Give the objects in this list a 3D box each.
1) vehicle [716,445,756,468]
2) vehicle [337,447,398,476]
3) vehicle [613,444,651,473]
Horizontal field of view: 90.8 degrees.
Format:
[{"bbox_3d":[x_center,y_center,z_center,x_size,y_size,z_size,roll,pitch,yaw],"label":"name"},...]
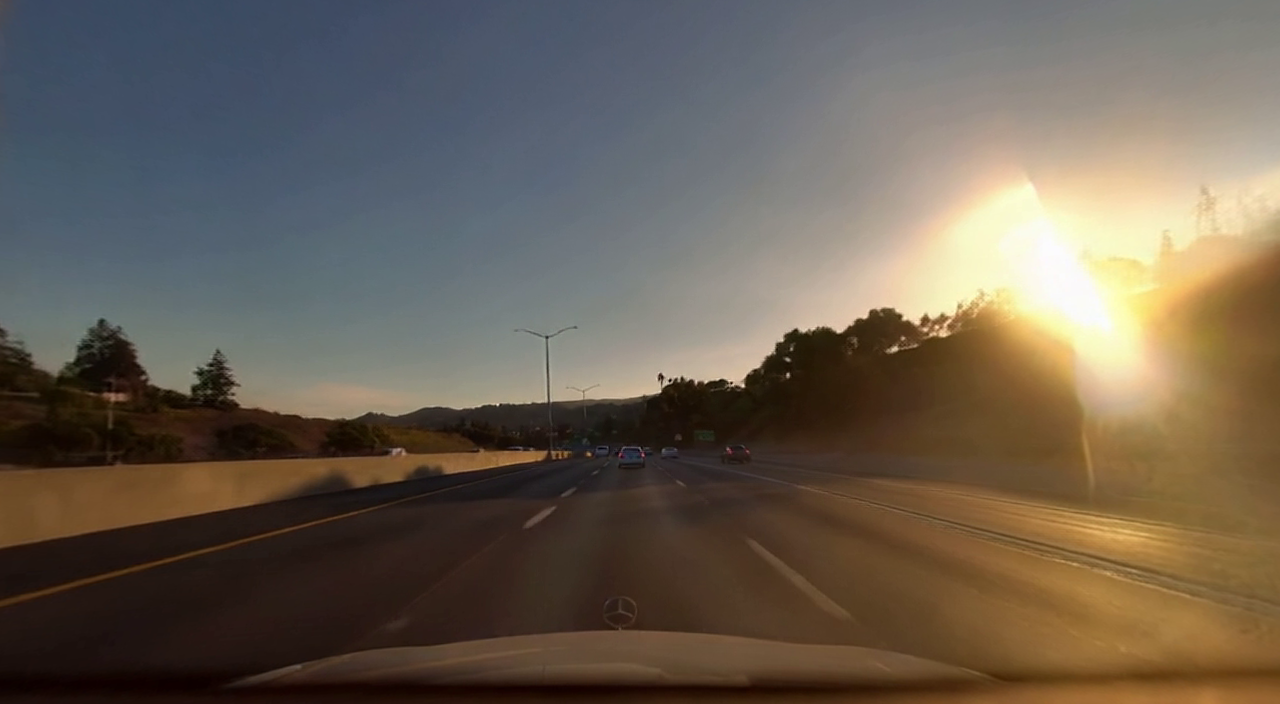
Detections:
[{"bbox_3d":[6.627,7.224,43.909,1.935,1.478,4.433,0,-9,-2],"label":"vehicle"},{"bbox_3d":[-17.249,6.923,40.275,1.924,1.733,4.449,0,-9,0],"label":"vehicle"},{"bbox_3d":[-0.459,5.864,34.958,1.985,1.457,4.227,0,-9,-1],"label":"vehicle"}]
